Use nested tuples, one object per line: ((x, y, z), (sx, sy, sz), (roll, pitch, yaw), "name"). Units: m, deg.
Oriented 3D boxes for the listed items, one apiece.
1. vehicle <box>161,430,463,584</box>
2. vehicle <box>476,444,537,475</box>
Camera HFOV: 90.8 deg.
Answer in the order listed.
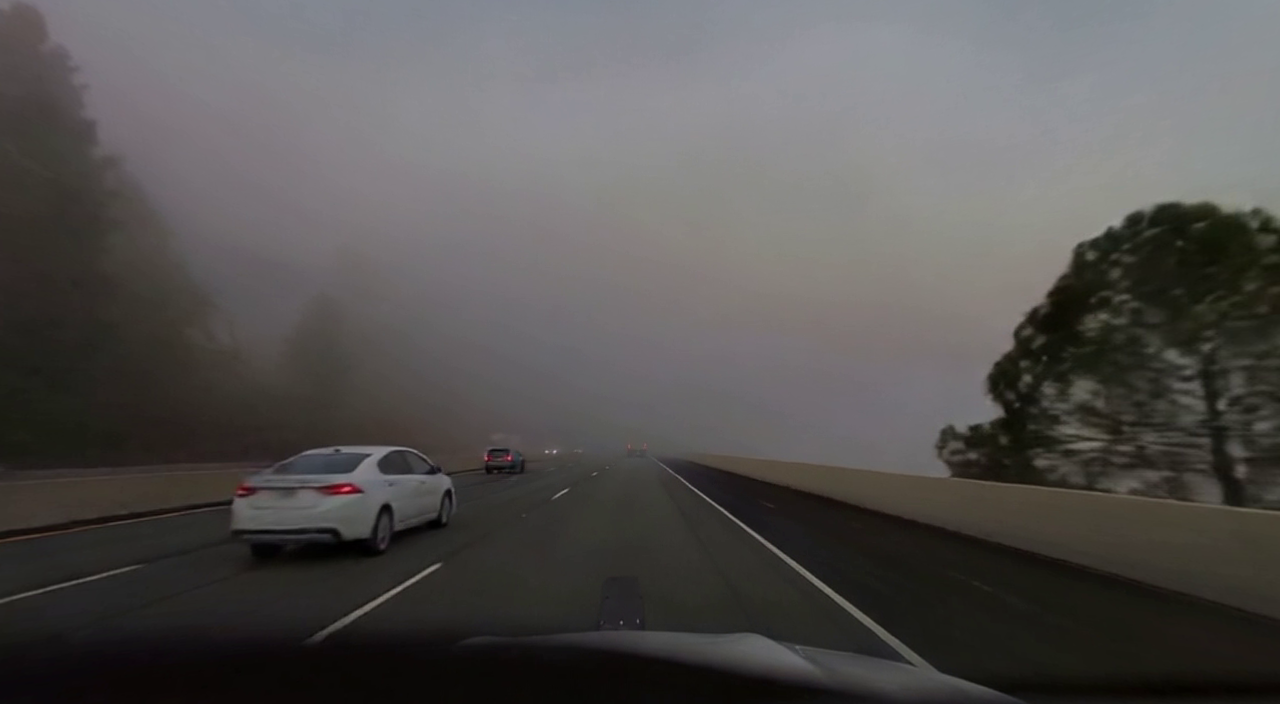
((-3.840, 1.850, 8.284), (1.893, 1.521, 3.742), (0, -9, 1), "vehicle")
((-7.297, 5.927, 34.982), (2.179, 1.577, 5.070), (0, -9, 1), "vehicle")
